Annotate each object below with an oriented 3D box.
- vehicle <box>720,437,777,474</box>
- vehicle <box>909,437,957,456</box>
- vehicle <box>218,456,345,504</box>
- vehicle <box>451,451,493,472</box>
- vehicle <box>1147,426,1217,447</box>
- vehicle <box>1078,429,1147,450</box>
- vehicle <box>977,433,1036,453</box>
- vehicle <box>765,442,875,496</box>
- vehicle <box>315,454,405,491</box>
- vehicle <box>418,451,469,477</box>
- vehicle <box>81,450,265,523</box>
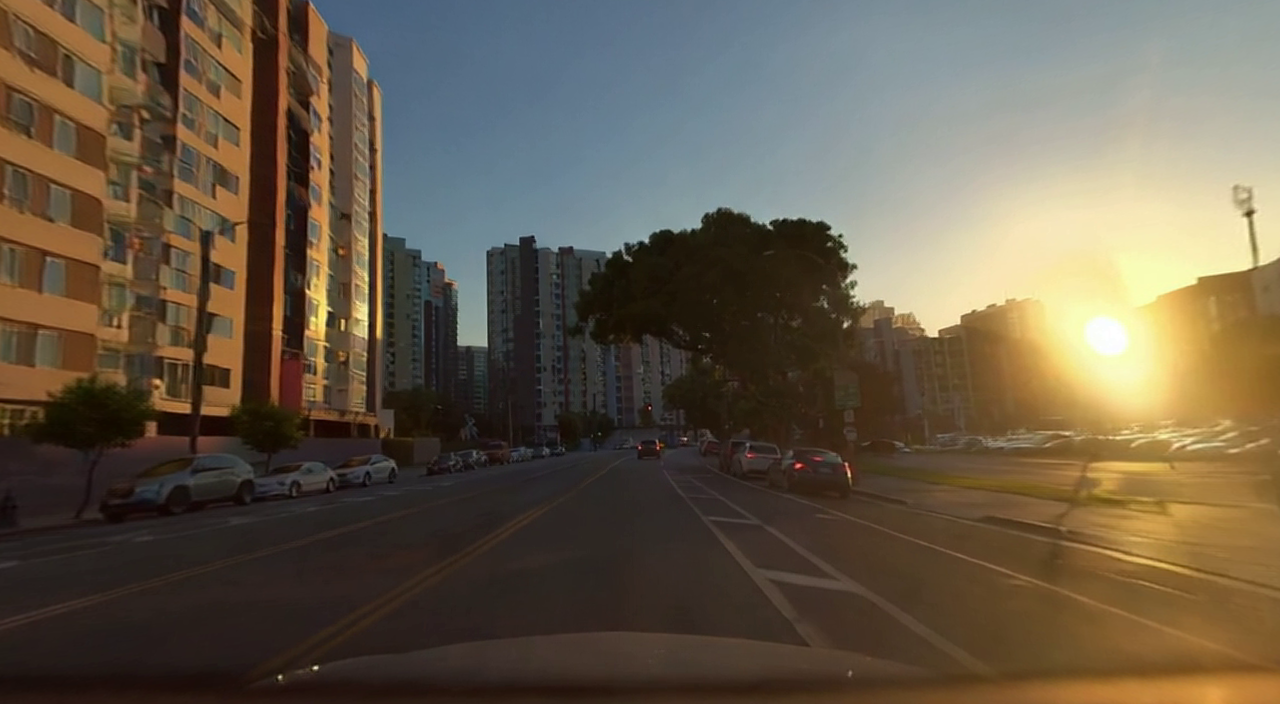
[{"bbox_3d":[5.603,5.424,33.309,2.102,1.781,5.470,0,-8,0],"label":"vehicle"},{"bbox_3d":[22.750,7.347,49.209,1.797,1.425,3.794,0,-8,-2],"label":"vehicle"},{"bbox_3d":[-12.767,4.555,22.923,1.779,1.433,4.633,0,-8,2],"label":"vehicle"},{"bbox_3d":[-12.312,8.023,46.577,1.723,1.418,4.359,0,-8,2],"label":"vehicle"},{"bbox_3d":[41.893,6.593,48.938,1.793,1.525,4.157,0,-8,2],"label":"vehicle"},{"bbox_3d":[36.612,6.817,49.092,1.780,1.479,4.556,0,-8,-1],"label":"vehicle"},{"bbox_3d":[28.414,7.108,49.152,1.790,1.460,4.515,0,-8,-2],"label":"vehicle"},{"bbox_3d":[5.375,3.536,19.513,2.085,1.466,4.276,0,-8,-1],"label":"vehicle"},{"bbox_3d":[-12.660,5.449,28.944,1.889,1.461,4.608,0,-8,2],"label":"vehicle"},{"bbox_3d":[-12.329,7.030,39.875,1.926,1.499,3.869,0,-8,1],"label":"vehicle"},{"bbox_3d":[-12.669,3.619,17.579,1.908,1.694,4.306,0,-8,-3],"label":"vehicle"}]
